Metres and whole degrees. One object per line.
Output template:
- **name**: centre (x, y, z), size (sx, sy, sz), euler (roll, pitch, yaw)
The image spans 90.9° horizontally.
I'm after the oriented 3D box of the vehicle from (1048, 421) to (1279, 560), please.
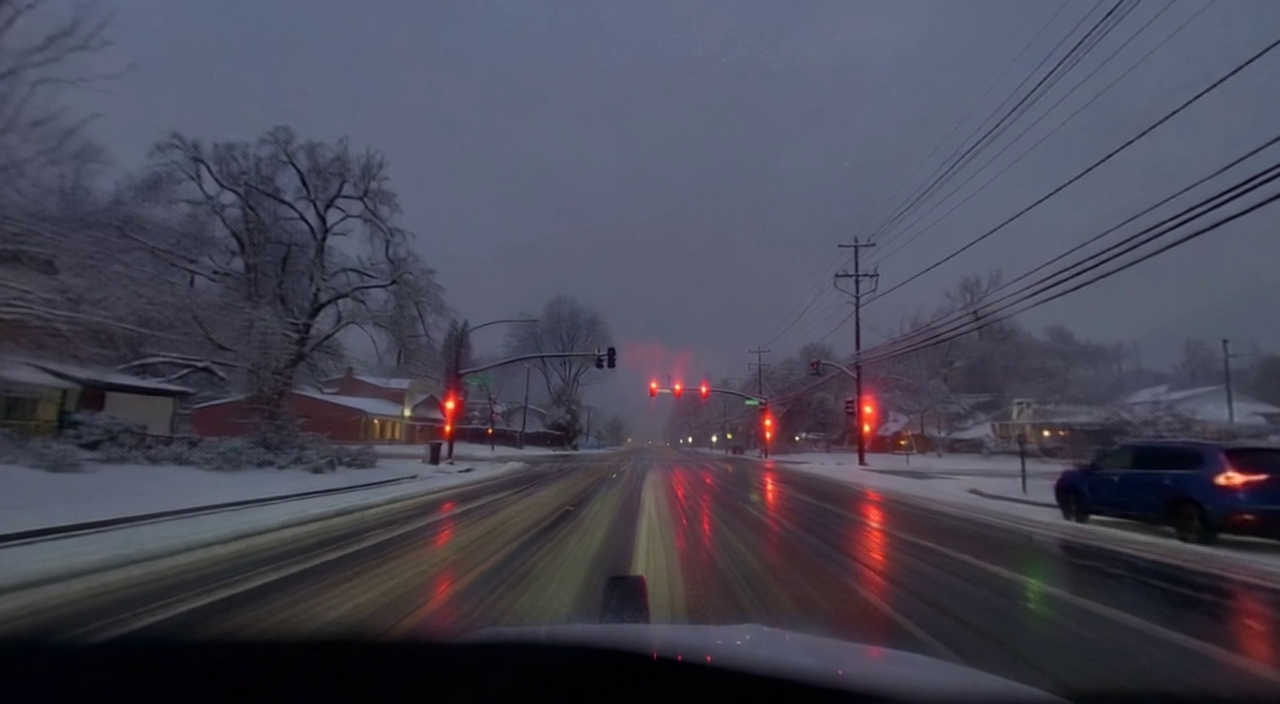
- **vehicle**: centre (9.422, 2.127, 10.428), size (2.170, 1.771, 4.908), euler (0, -8, 3)
